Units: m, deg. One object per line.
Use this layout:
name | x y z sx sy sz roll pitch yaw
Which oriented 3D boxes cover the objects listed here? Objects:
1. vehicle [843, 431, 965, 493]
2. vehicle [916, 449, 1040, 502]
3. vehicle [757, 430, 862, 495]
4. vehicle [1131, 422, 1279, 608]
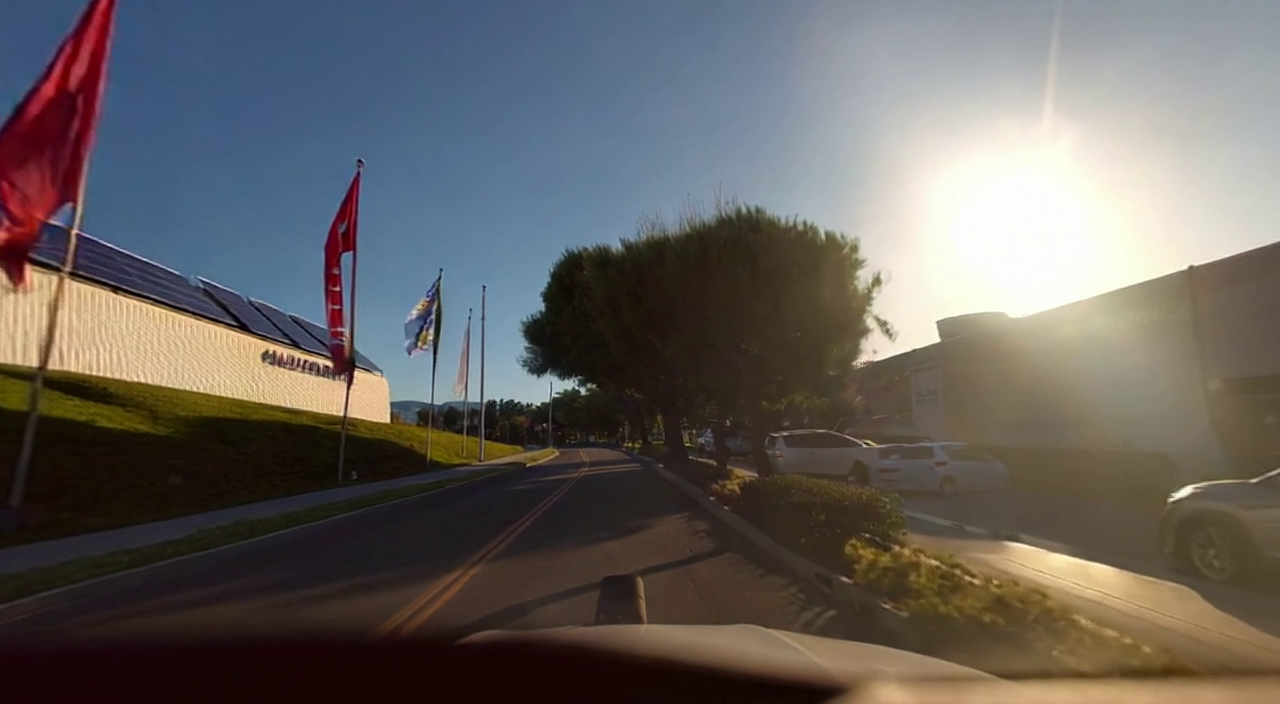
vehicle | 8.126 3.435 19.903 1.924 1.713 4.627 -1 -9 1
vehicle | 10.632 3.888 20.153 1.819 1.494 3.834 0 -9 0
vehicle | 5.340 3.537 20.476 1.977 1.860 4.237 0 -9 -4
vehicle | 8.044 1.645 6.161 2.113 1.945 4.546 2 -9 -16
